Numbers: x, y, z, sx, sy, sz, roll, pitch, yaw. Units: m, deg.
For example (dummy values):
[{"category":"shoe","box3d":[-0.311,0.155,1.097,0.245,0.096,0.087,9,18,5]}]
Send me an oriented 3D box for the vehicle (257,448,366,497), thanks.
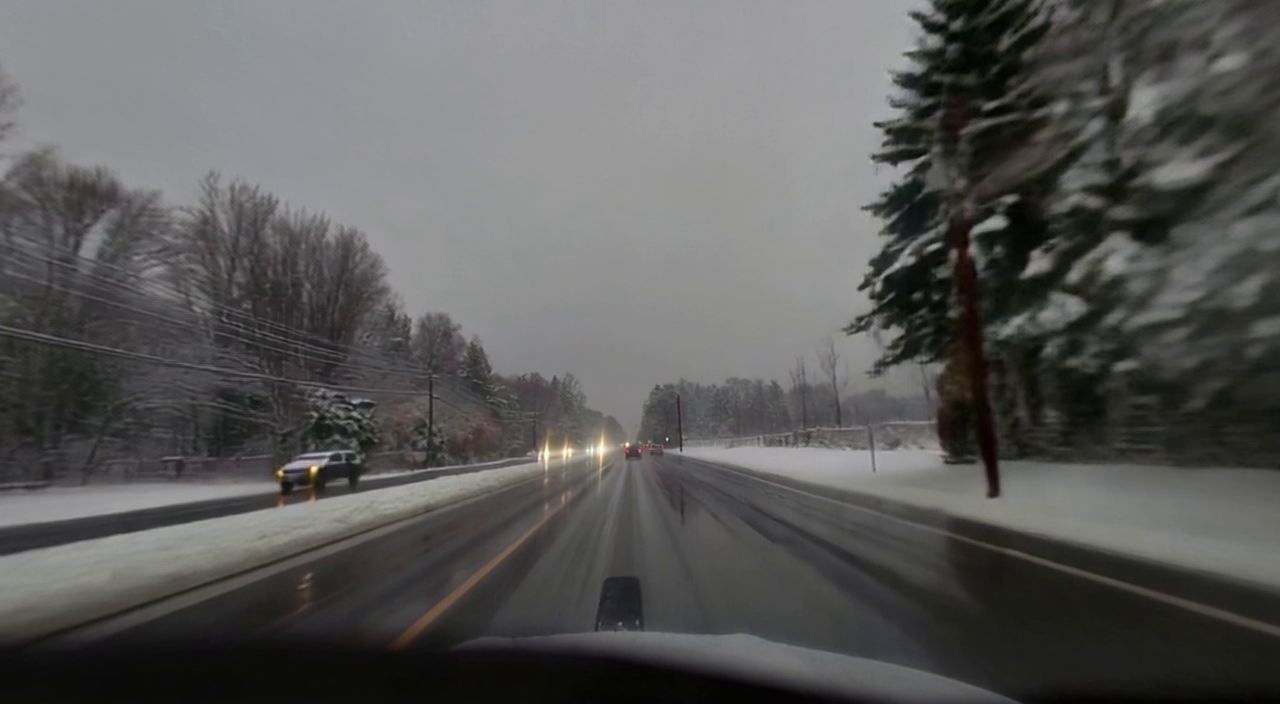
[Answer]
[{"category":"vehicle","box3d":[-14.671,5.349,28.641,2.055,1.742,5.503,-4,-8,0]}]
